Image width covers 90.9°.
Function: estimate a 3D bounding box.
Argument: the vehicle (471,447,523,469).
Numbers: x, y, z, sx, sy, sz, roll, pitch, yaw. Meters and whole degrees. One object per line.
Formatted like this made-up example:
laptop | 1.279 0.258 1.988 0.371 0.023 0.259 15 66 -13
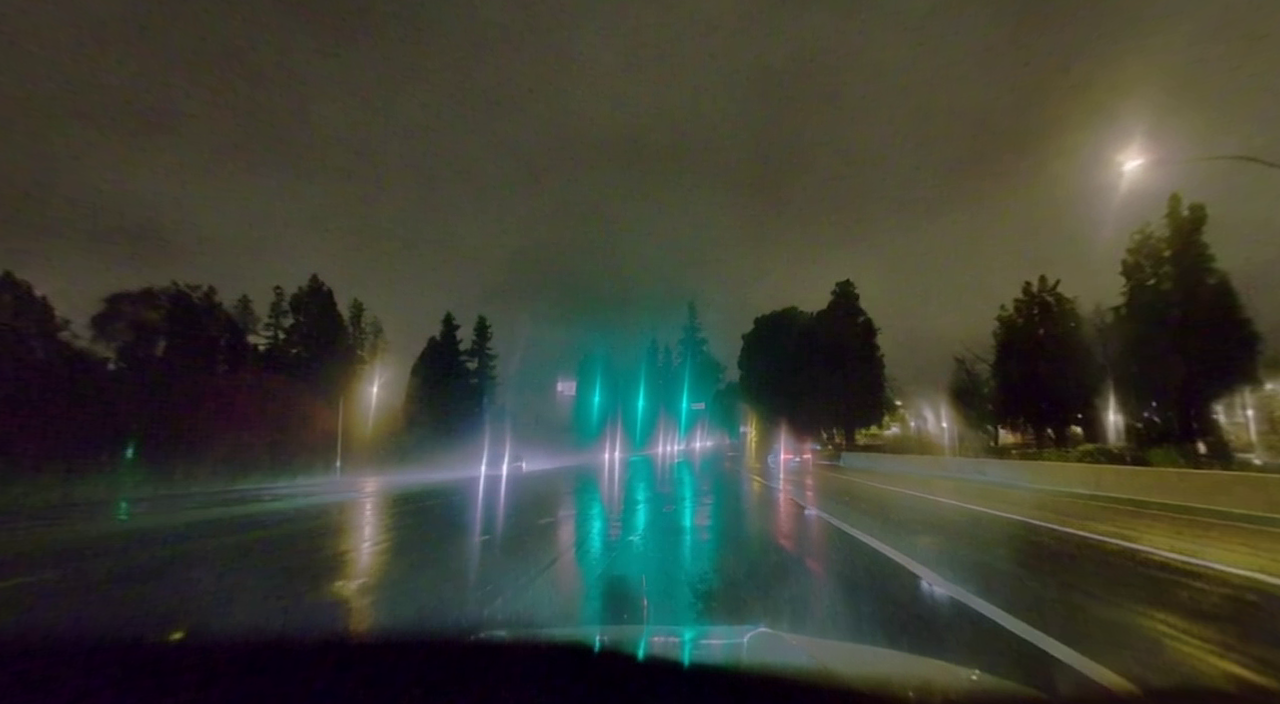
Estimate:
vehicle | -10.002 7.453 44.459 2.240 1.452 4.518 -1 -8 6
